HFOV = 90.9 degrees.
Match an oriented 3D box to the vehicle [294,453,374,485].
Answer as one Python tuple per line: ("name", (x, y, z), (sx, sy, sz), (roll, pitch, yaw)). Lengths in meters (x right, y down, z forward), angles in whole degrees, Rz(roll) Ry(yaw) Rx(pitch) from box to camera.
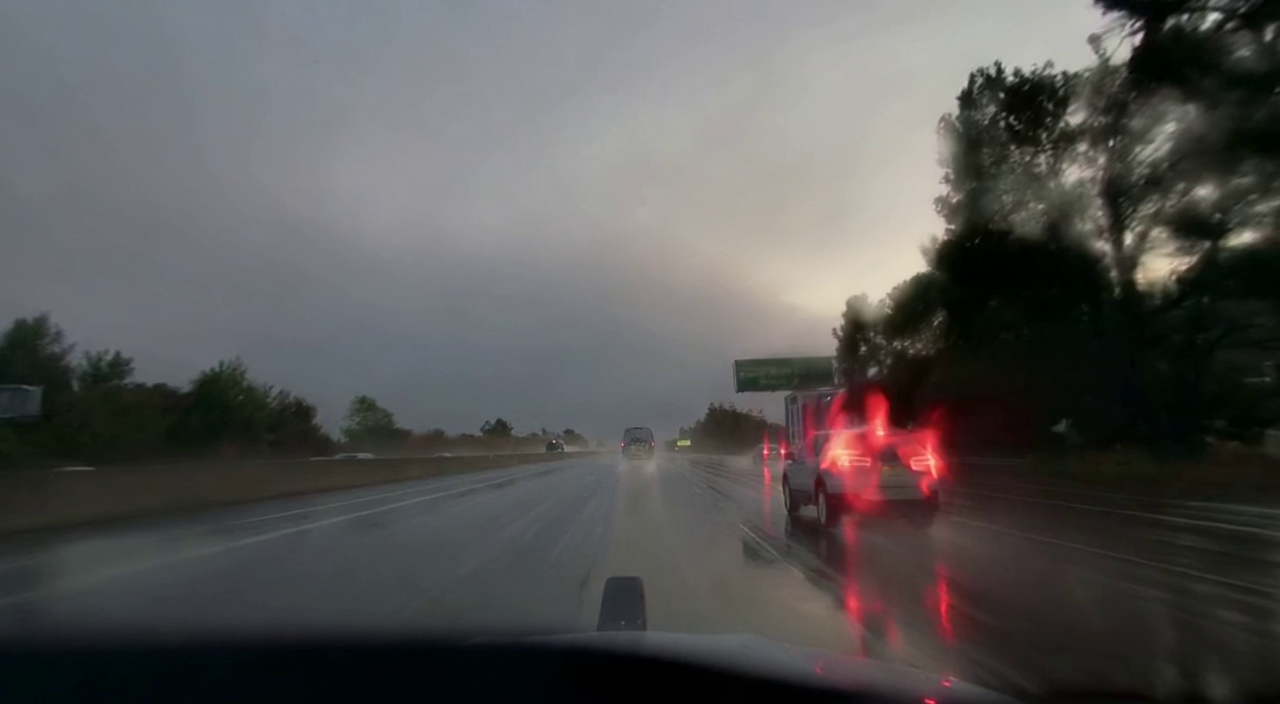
("vehicle", (-15.975, 6.112, 33.184), (1.858, 1.499, 4.422), (0, -9, 2))

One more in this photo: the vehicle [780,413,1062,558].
("vehicle", (3.704, 1.894, 9.632), (2.008, 1.595, 5.082), (0, -9, 1))

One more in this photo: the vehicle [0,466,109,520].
("vehicle", (-19.556, 4.362, 19.710), (1.794, 1.457, 4.626), (0, -9, 0))

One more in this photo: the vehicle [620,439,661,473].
("vehicle", (0.017, 5.423, 32.931), (2.015, 1.639, 4.086), (0, -9, 0))
